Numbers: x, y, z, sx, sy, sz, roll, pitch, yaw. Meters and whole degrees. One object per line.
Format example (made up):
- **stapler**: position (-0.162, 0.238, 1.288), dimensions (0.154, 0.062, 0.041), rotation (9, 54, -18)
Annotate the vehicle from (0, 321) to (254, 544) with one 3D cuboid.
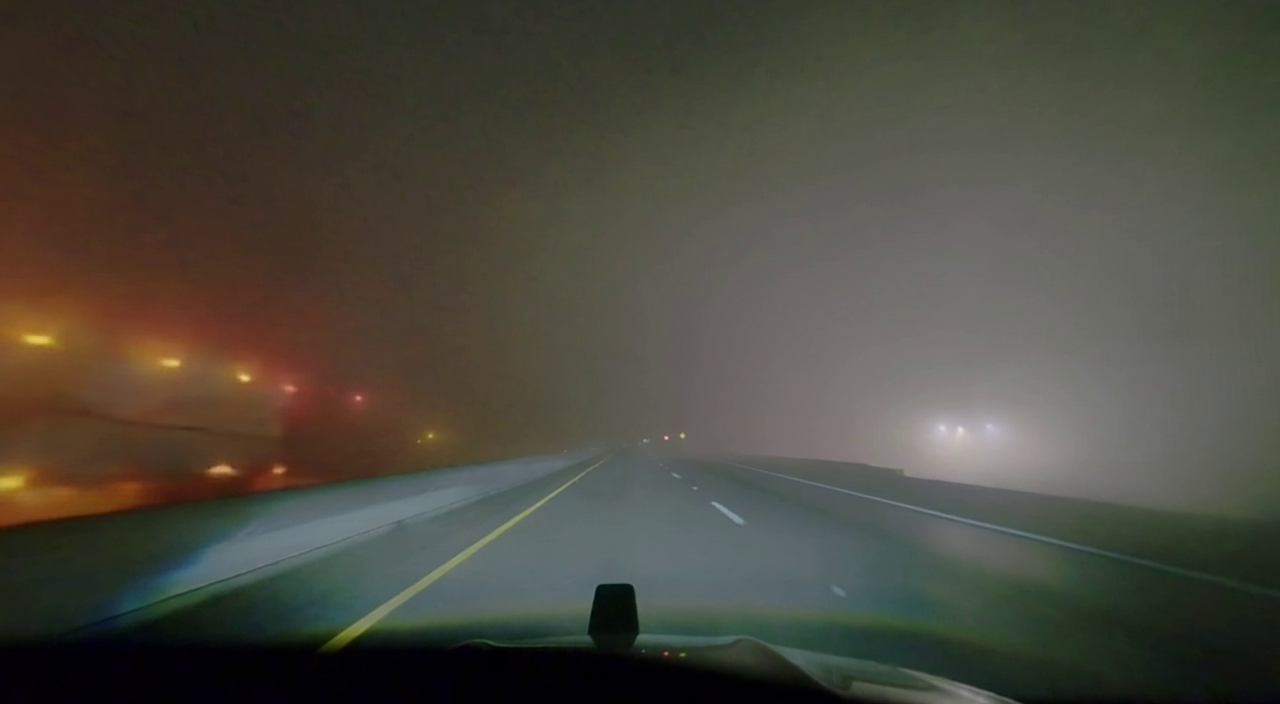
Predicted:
- **vehicle**: position (-13.352, 1.582, 12.134), dimensions (3.177, 4.058, 14.074), rotation (0, -8, -1)
